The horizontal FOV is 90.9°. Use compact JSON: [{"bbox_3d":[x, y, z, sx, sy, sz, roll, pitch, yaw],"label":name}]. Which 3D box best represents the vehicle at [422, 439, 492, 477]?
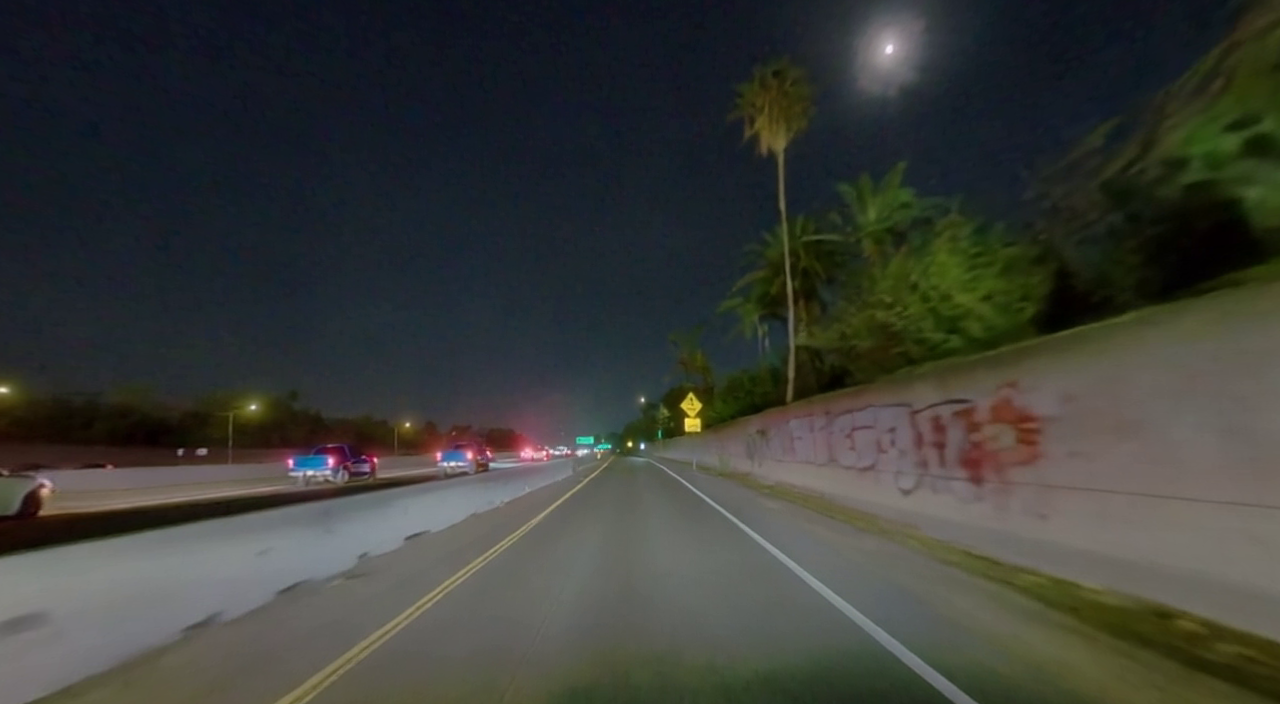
[{"bbox_3d":[-10.354,6.028,36.220,2.342,1.999,5.594,0,-9,0],"label":"vehicle"}]

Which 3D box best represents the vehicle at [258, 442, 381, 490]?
[{"bbox_3d":[-13.961,4.986,28.022,2.272,1.882,5.941,0,-9,1],"label":"vehicle"}]
